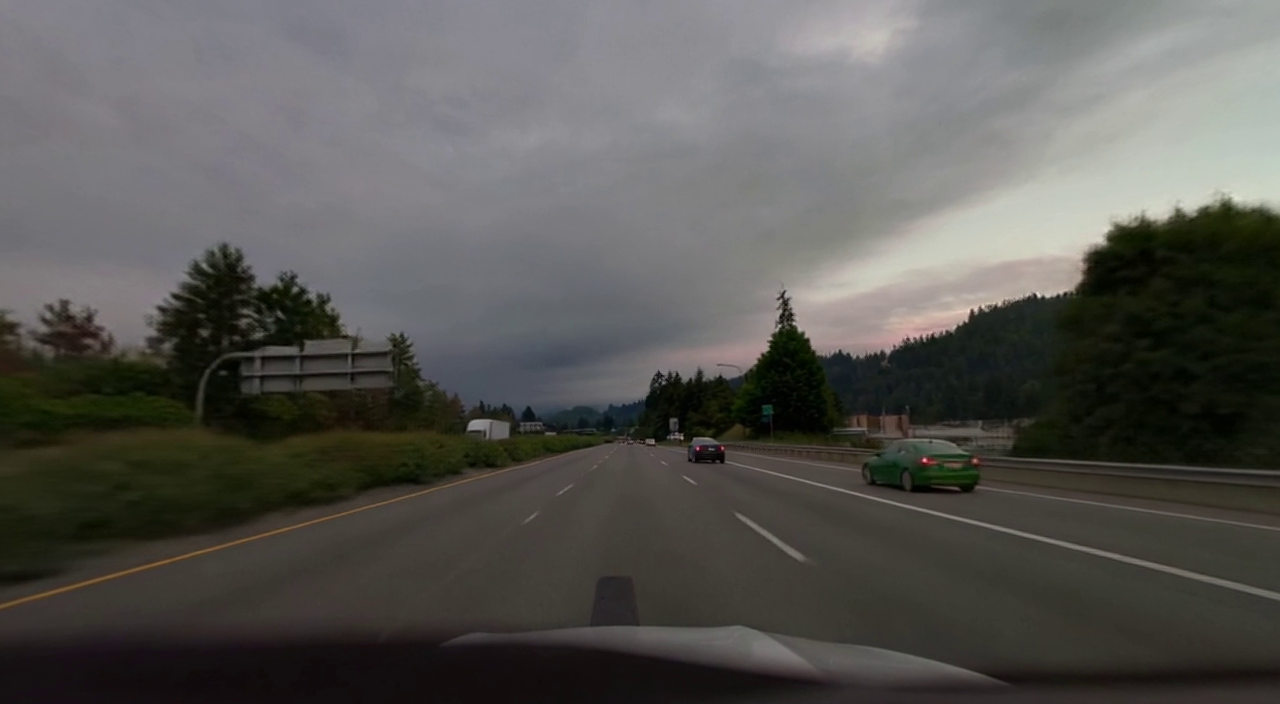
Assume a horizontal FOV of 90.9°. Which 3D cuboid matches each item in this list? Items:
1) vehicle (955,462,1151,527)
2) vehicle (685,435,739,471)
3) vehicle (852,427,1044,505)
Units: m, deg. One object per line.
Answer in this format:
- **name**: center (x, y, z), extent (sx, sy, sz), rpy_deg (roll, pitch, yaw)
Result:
- **vehicle**: center (7.101, 2.448, 11.162), extent (1.535, 0.862, 2.814), rpy_deg (0, -8, -1)
- **vehicle**: center (3.176, 4.514, 28.470), extent (1.819, 1.468, 3.770), rpy_deg (0, -8, -2)
- **vehicle**: center (6.982, 2.600, 15.060), extent (2.003, 1.522, 4.940), rpy_deg (0, -8, -1)
